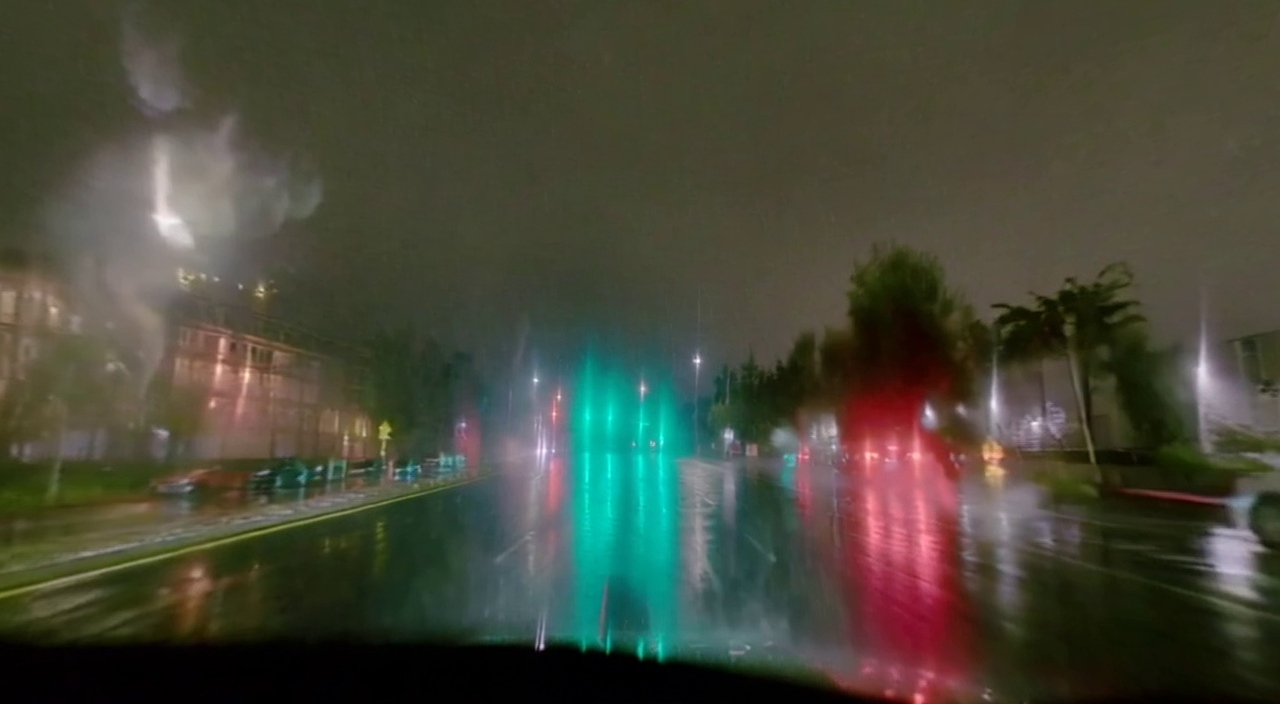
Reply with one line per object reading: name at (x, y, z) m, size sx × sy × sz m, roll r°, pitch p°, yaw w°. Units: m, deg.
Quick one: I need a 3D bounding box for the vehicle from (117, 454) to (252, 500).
vehicle at (-17.061, 4.684, 23.950) m, size 1.891 × 1.474 × 4.437 m, roll -1°, pitch -8°, yaw -2°

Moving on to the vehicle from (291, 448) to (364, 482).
vehicle at (-17.188, 6.174, 34.930) m, size 1.859 × 1.694 × 4.638 m, roll -1°, pitch -8°, yaw -2°

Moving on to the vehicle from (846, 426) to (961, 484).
vehicle at (9.955, 3.955, 24.370) m, size 2.091 × 1.962 × 5.091 m, roll 1°, pitch -9°, yaw -2°

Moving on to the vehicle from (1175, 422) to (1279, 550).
vehicle at (9.783, 1.664, 7.480) m, size 2.159 × 1.734 × 5.384 m, roll 0°, pitch -9°, yaw 0°

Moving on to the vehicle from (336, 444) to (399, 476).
vehicle at (-17.535, 6.931, 40.818) m, size 2.099 × 1.917 × 4.720 m, roll 0°, pitch -8°, yaw -3°

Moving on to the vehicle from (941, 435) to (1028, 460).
vehicle at (24.838, 6.875, 45.539) m, size 5.054 × 1.694 × 1.958 m, roll 0°, pitch -8°, yaw 0°

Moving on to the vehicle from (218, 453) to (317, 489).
vehicle at (-17.029, 5.432, 29.130) m, size 1.807 × 1.466 × 4.693 m, roll -1°, pitch -8°, yaw -2°
